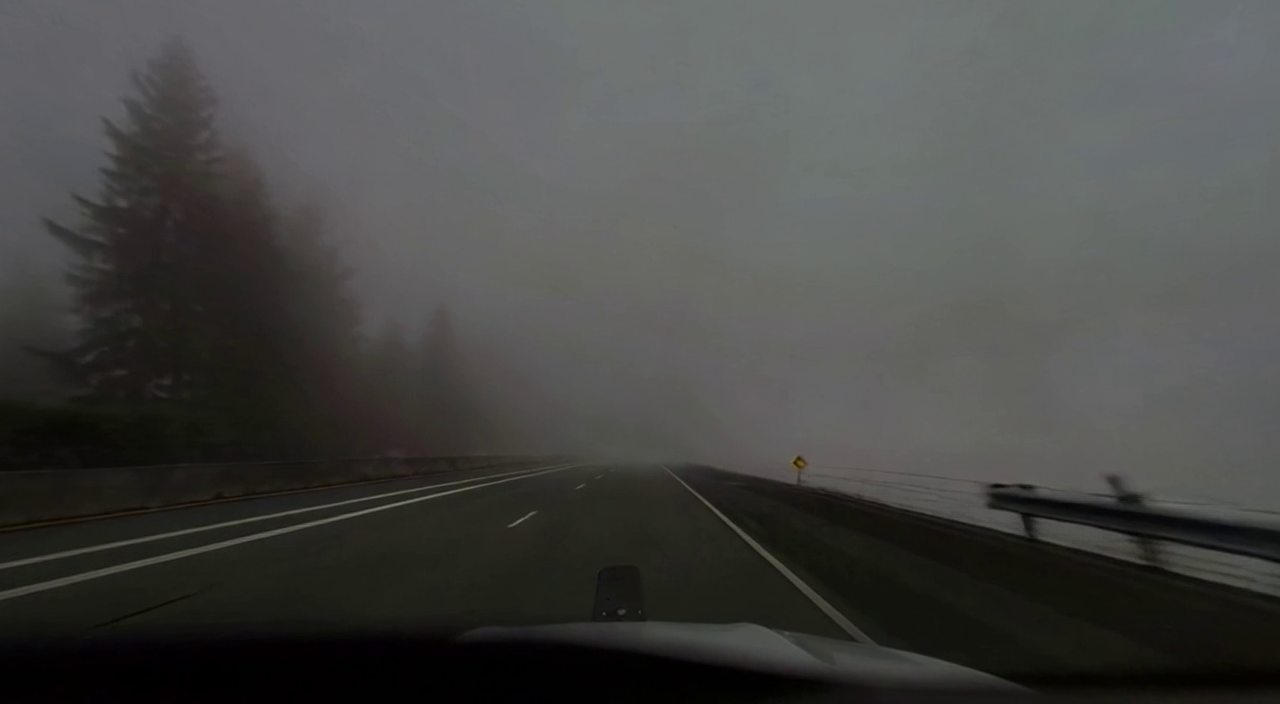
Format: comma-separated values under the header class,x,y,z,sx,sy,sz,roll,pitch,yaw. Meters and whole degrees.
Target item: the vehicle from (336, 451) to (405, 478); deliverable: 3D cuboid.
class,x,y,z,sx,sy,sz,roll,pitch,yaw
vehicle,-16.042,6.689,37.790,2.139,1.476,4.335,0,-9,1
